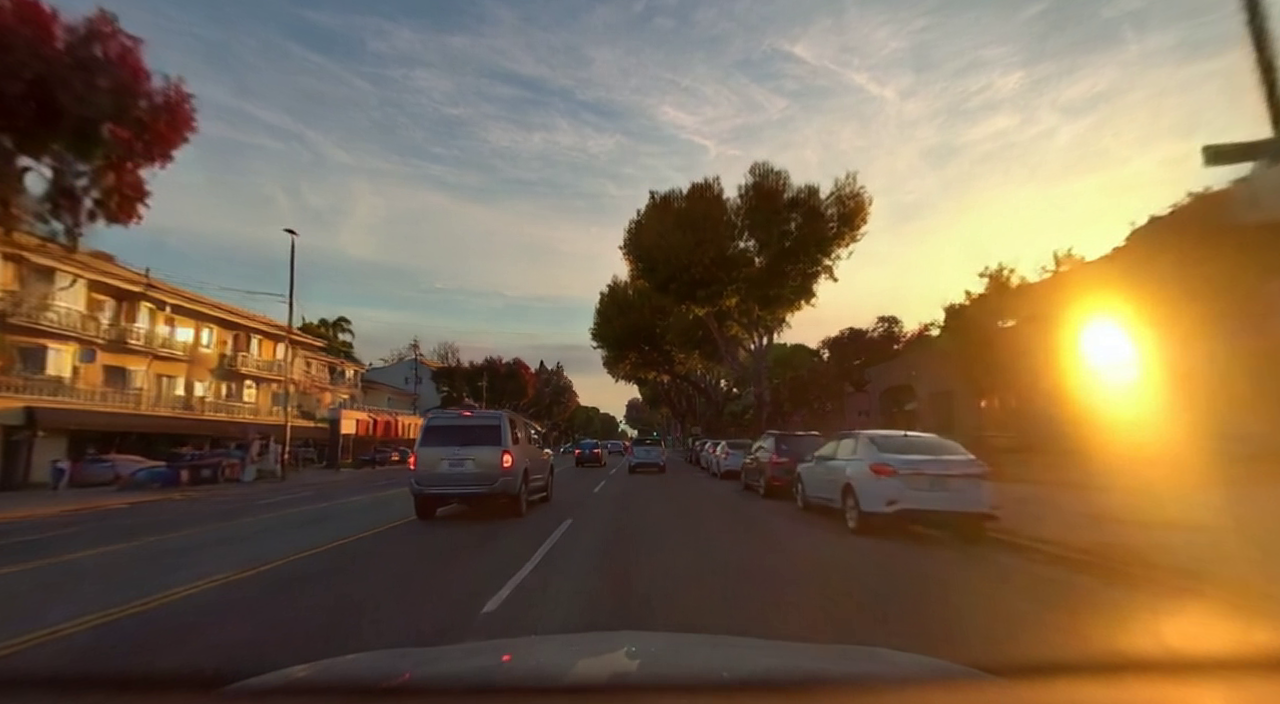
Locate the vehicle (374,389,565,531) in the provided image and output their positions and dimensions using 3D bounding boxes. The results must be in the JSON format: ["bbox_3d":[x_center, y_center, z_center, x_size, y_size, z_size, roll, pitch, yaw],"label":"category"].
[{"bbox_3d":[-2.876,2.003,12.155,2.213,2.123,5.124,0,-8,0],"label":"vehicle"}]

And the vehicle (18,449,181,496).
[{"bbox_3d":[-23.047,5.117,27.097,5.075,1.581,2.063,-3,-8,-2],"label":"vehicle"}]

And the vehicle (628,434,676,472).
[{"bbox_3d":[0.524,4.818,30.309,2.126,1.657,4.132,0,-8,-1],"label":"vehicle"}]

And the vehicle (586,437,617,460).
[{"bbox_3d":[-2.913,7.330,48.053,2.028,1.689,4.162,0,-8,1],"label":"vehicle"}]

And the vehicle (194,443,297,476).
[{"bbox_3d":[-23.977,6.519,38.517,4.791,1.928,2.144,0,-8,0],"label":"vehicle"}]

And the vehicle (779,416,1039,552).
[{"bbox_3d":[3.825,1.964,10.174,1.947,1.646,4.782,0,-8,-2],"label":"vehicle"}]
